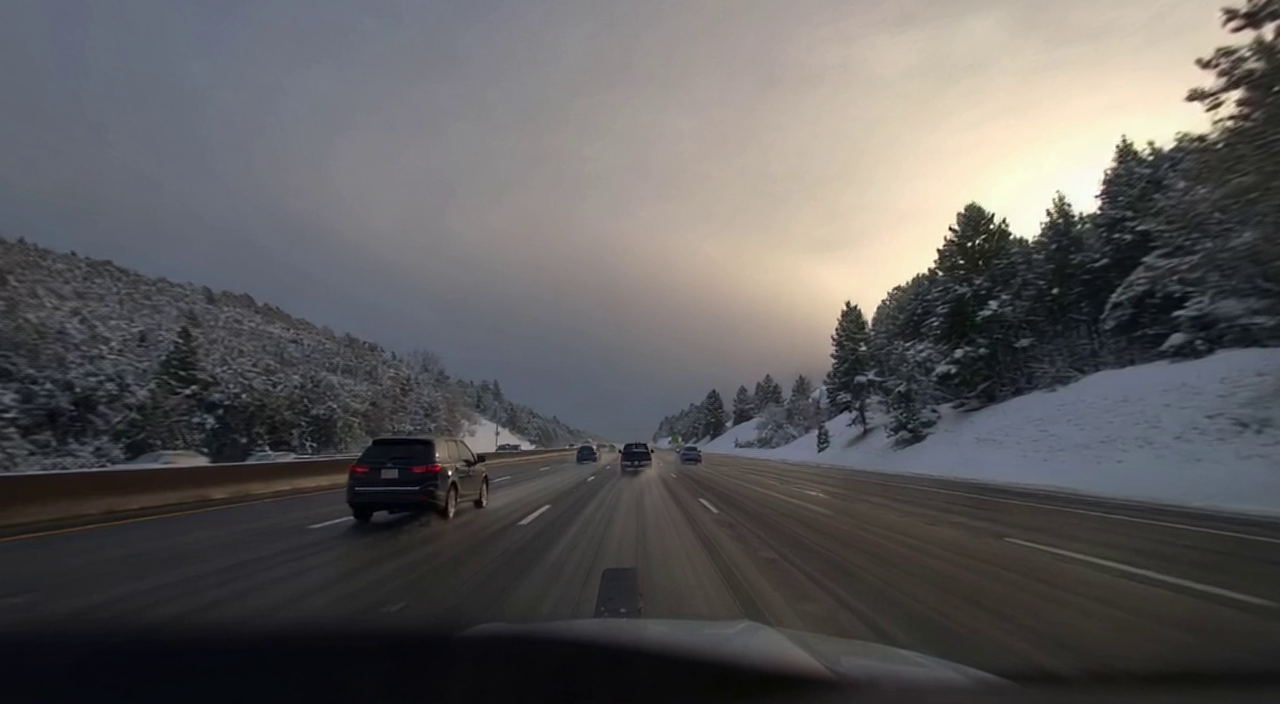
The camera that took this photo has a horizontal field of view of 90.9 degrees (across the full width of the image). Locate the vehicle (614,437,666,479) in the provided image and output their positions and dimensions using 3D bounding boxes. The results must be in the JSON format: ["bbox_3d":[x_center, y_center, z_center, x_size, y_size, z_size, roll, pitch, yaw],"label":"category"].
[{"bbox_3d":[0.010,4.639,27.832,2.086,1.685,4.206,0,-8,0],"label":"vehicle"}]

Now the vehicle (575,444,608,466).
[{"bbox_3d":[-3.578,7.676,47.249,2.061,1.549,4.321,0,-8,0],"label":"vehicle"}]

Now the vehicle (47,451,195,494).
[{"bbox_3d":[-19.985,4.634,24.608,1.892,1.461,4.547,0,-8,0],"label":"vehicle"}]

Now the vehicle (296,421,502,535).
[{"bbox_3d":[-4.060,2.188,11.541,2.076,1.690,4.113,0,-8,1],"label":"vehicle"}]

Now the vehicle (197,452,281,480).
[{"bbox_3d":[-23.938,6.792,37.898,1.947,1.473,4.731,0,-8,0],"label":"vehicle"}]
